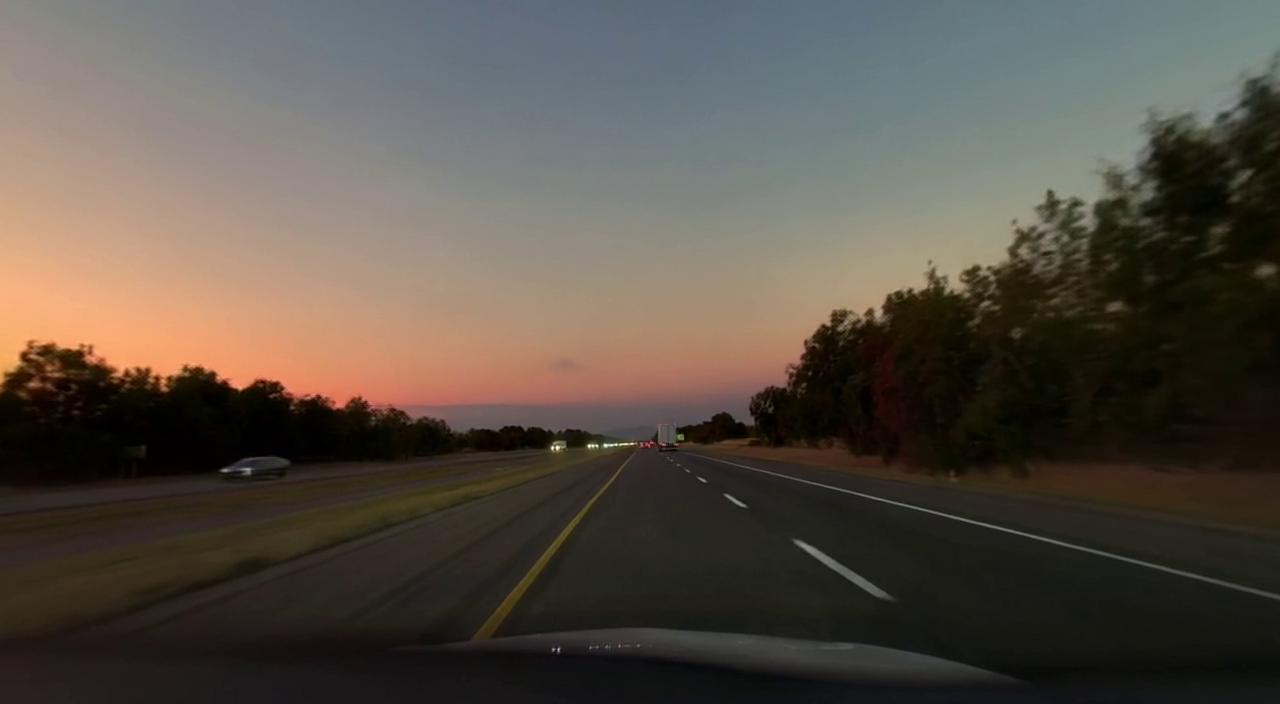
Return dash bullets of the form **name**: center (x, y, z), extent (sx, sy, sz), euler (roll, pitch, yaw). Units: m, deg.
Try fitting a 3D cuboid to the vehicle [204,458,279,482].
- **vehicle**: center (-29.940, 8.849, 47.393), extent (2.373, 1.630, 4.957), euler (0, -8, 0)
